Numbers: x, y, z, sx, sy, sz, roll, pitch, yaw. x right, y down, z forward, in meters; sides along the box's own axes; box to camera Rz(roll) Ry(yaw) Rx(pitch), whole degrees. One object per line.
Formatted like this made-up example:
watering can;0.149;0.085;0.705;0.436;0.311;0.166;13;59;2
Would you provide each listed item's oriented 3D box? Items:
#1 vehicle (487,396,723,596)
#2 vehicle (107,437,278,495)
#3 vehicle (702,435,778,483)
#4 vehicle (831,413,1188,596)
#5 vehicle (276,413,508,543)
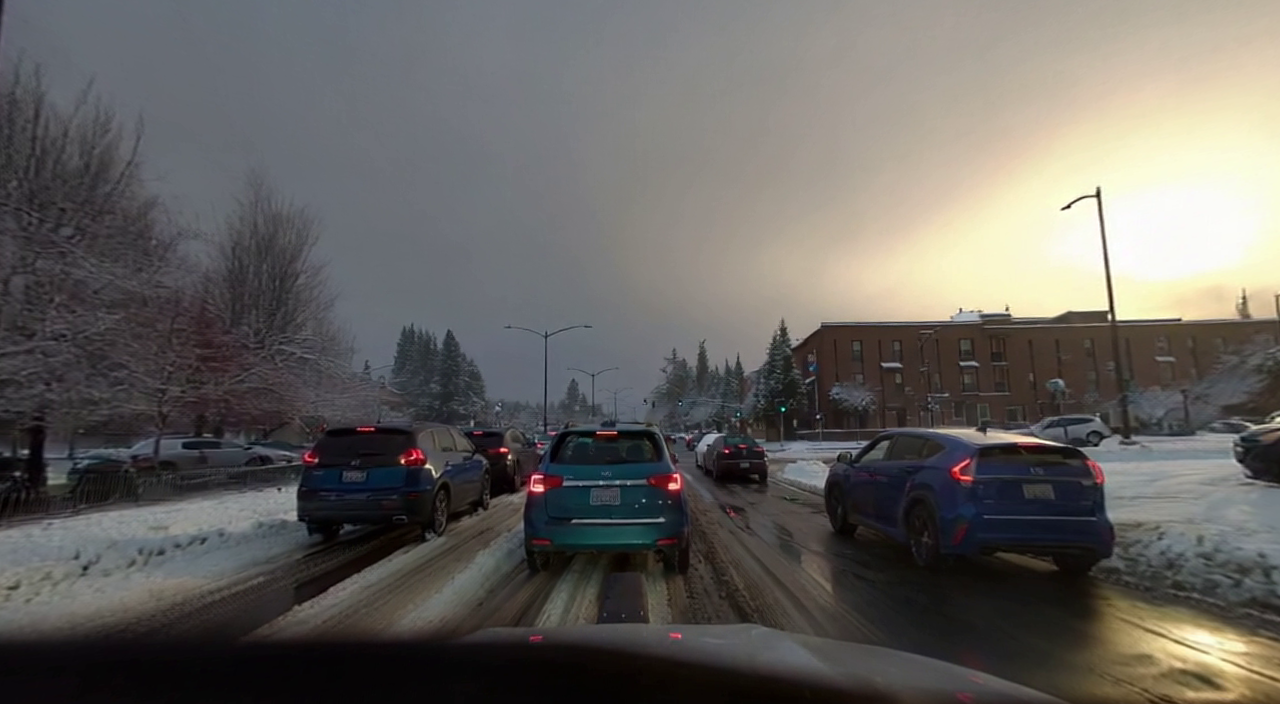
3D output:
vehicle;-0.243;1.533;7.498;2.022;1.700;4.084;0;-8;2
vehicle;-15.241;3.888;21.902;1.972;1.759;5.347;0;-8;1
vehicle;3.324;3.635;21.614;1.948;1.475;4.093;0;-8;0
vehicle;3.771;1.601;7.399;1.847;1.554;3.885;0;-8;1
vehicle;-3.742;1.986;10.520;2.012;1.701;4.316;0;-8;2
